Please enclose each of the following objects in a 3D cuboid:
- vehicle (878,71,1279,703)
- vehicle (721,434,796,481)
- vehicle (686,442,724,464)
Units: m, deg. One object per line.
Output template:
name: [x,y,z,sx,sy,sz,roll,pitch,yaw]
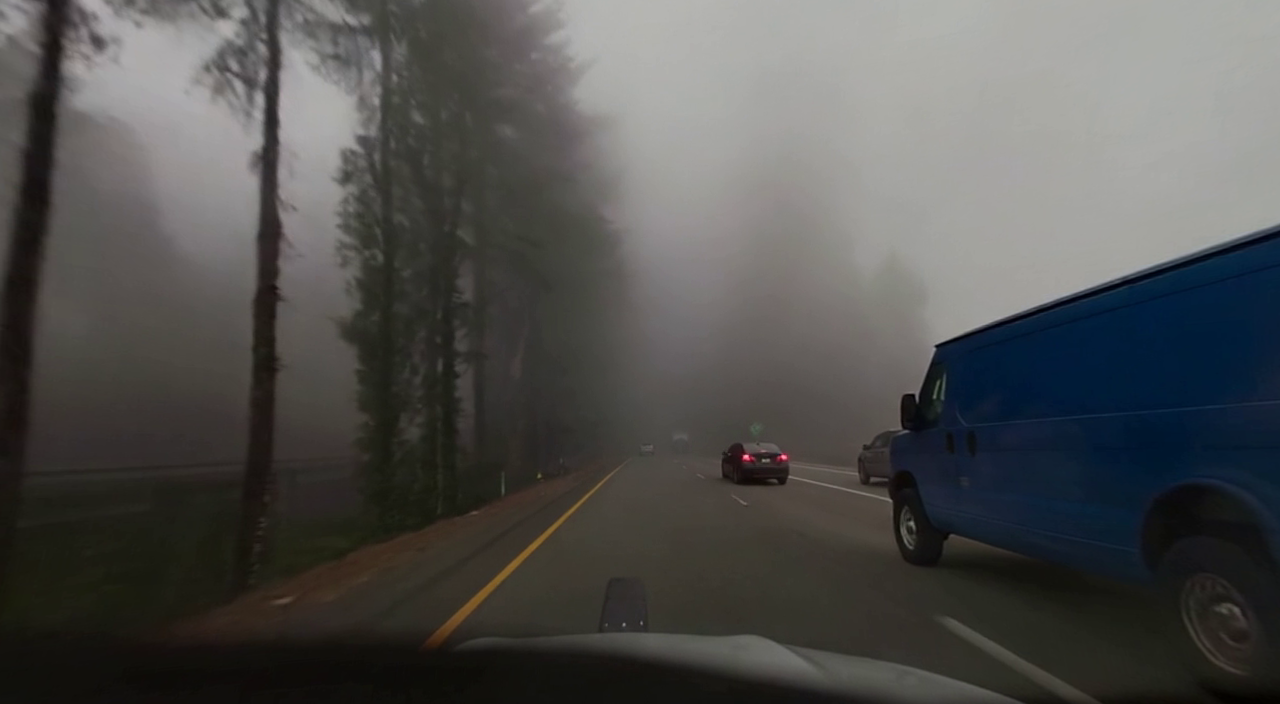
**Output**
vehicle: [3.631,0.436,3.552,2.302,2.670,5.912,0,-8,1]
vehicle: [4.499,4.051,24.597,2.034,1.651,4.342,0,-8,0]
vehicle: [4.389,6.880,43.216,2.050,1.448,4.123,0,-8,-1]
